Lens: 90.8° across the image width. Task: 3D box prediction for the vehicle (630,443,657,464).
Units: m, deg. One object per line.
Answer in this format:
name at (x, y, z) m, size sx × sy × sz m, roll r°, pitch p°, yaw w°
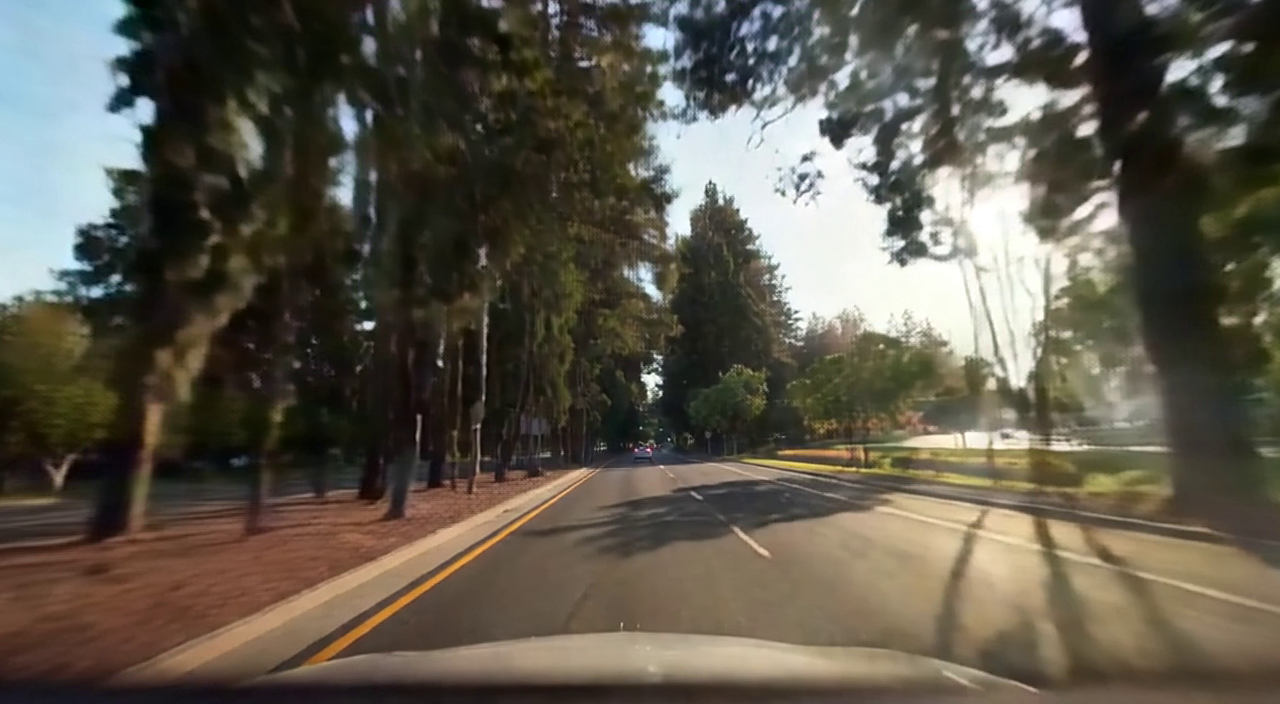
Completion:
vehicle at (0.277, 7.946, 49.702) m, size 2.048 × 1.584 × 4.393 m, roll 0°, pitch -8°, yaw 0°
